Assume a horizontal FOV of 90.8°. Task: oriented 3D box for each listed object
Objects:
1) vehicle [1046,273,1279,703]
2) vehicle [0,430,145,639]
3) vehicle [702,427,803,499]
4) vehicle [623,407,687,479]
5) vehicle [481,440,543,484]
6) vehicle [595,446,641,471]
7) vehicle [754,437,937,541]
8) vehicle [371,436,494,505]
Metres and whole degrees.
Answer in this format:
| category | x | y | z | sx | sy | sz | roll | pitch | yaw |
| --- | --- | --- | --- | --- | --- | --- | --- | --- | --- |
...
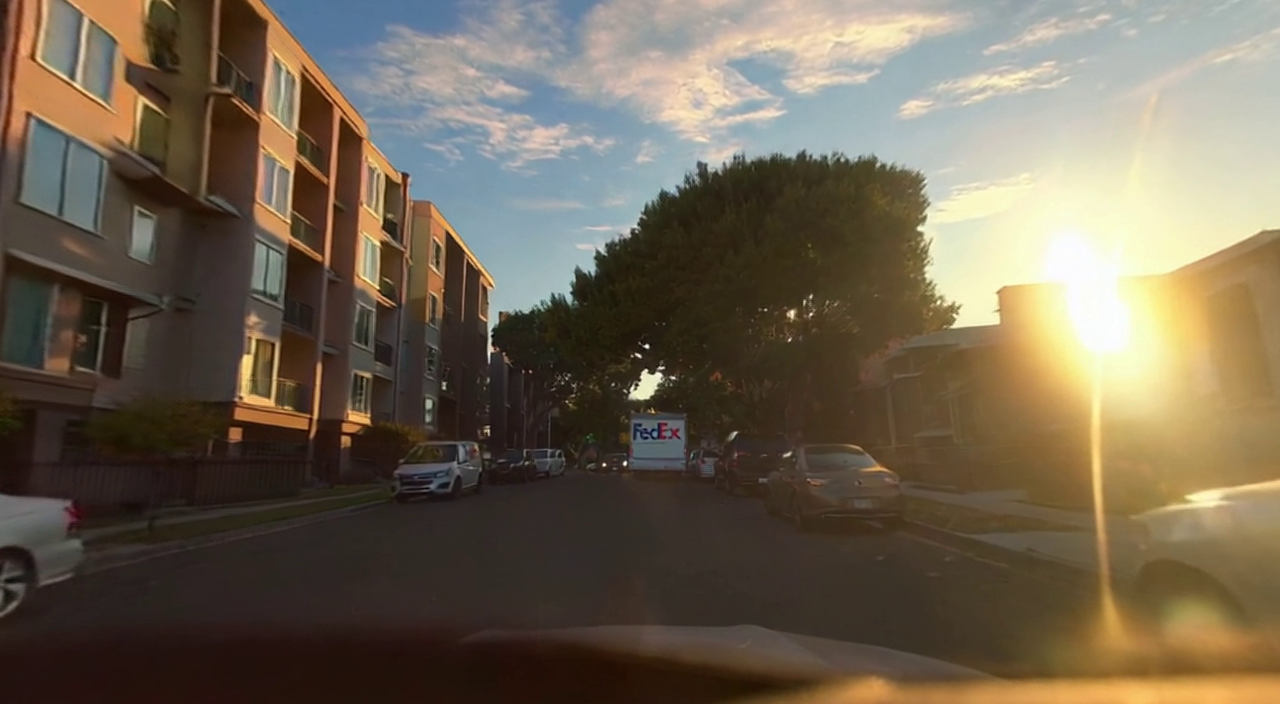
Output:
| category | x | y | z | sx | sy | sz | roll | pitch | yaw |
| --- | --- | --- | --- | --- | --- | --- | --- | --- | --- |
| vehicle | 3.597 | 0.584 | 1.644 | 2.099 | 2.018 | 4.087 | 0 | -8 | -4 |
| vehicle | -5.760 | 1.250 | 3.884 | 1.888 | 1.546 | 4.306 | -1 | -8 | 1 |
| vehicle | 3.457 | 3.538 | 20.658 | 2.221 | 1.991 | 5.564 | 0 | -8 | 0 |
| vehicle | 0.588 | 4.802 | 33.358 | 2.930 | 3.275 | 8.180 | 0 | -8 | -1 |
| vehicle | -5.924 | 5.110 | 29.822 | 2.020 | 1.867 | 4.654 | 0 | -8 | -1 |
| vehicle | -1.395 | 6.894 | 41.223 | 1.981 | 1.500 | 3.992 | -2 | -9 | 13 |
| vehicle | 3.446 | 2.358 | 11.606 | 1.877 | 1.500 | 4.407 | 0 | -8 | 0 |
| vehicle | -5.898 | 3.399 | 18.606 | 2.089 | 1.757 | 4.256 | -1 | -8 | 1 |
